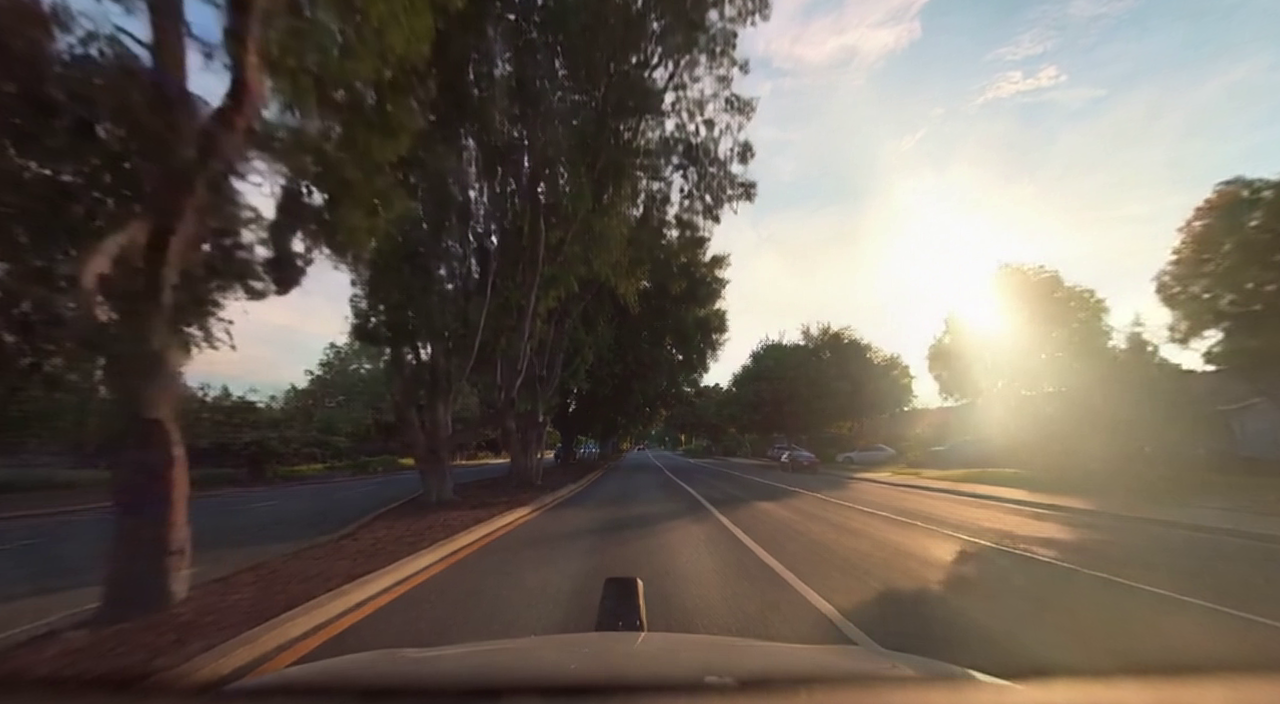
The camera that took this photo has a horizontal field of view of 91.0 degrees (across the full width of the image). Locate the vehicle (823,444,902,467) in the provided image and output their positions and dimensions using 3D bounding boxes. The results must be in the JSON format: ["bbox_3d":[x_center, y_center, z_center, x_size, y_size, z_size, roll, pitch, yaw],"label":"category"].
[{"bbox_3d":[15.259,7.101,43.287,4.644,1.542,2.095,0,-9,1],"label":"vehicle"}]

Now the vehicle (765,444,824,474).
[{"bbox_3d":[8.359,5.826,34.491,1.940,1.516,4.319,1,-9,-3],"label":"vehicle"}]
